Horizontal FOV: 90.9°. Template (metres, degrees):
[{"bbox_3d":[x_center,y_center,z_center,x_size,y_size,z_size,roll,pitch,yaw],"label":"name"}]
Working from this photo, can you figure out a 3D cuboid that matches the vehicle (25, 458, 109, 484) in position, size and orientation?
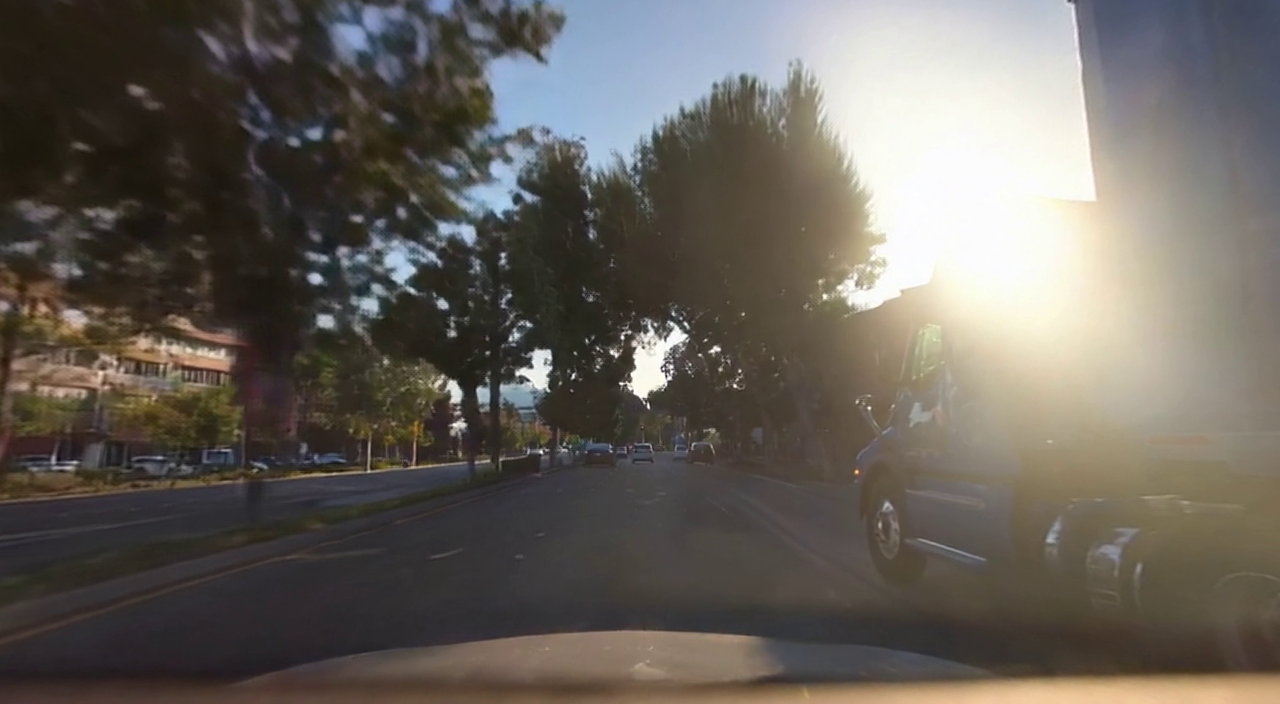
[{"bbox_3d":[-45.291,9.373,49.990,2.135,1.791,4.777,-1,-8,1],"label":"vehicle"}]

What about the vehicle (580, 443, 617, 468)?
[{"bbox_3d":[-2.790,7.103,43.471,2.211,1.537,4.666,-1,-8,1],"label":"vehicle"}]

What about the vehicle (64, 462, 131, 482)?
[{"bbox_3d":[-42.846,9.449,49.858,1.897,1.429,3.741,-1,-8,3],"label":"vehicle"}]

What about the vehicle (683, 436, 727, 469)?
[{"bbox_3d":[3.952,6.209,39.142,2.196,1.908,4.412,0,-8,-1],"label":"vehicle"}]

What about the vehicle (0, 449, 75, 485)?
[{"bbox_3d":[-48.039,9.029,49.636,2.215,2.552,5.160,-2,-8,-1],"label":"vehicle"}]

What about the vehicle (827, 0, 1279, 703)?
[{"bbox_3d":[3.603,-0.218,3.019,3.006,3.679,8.506,-1,-8,2],"label":"vehicle"}]

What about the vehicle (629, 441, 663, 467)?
[{"bbox_3d":[0.419,7.043,43.802,2.276,1.704,3.925,-1,-8,1],"label":"vehicle"}]
